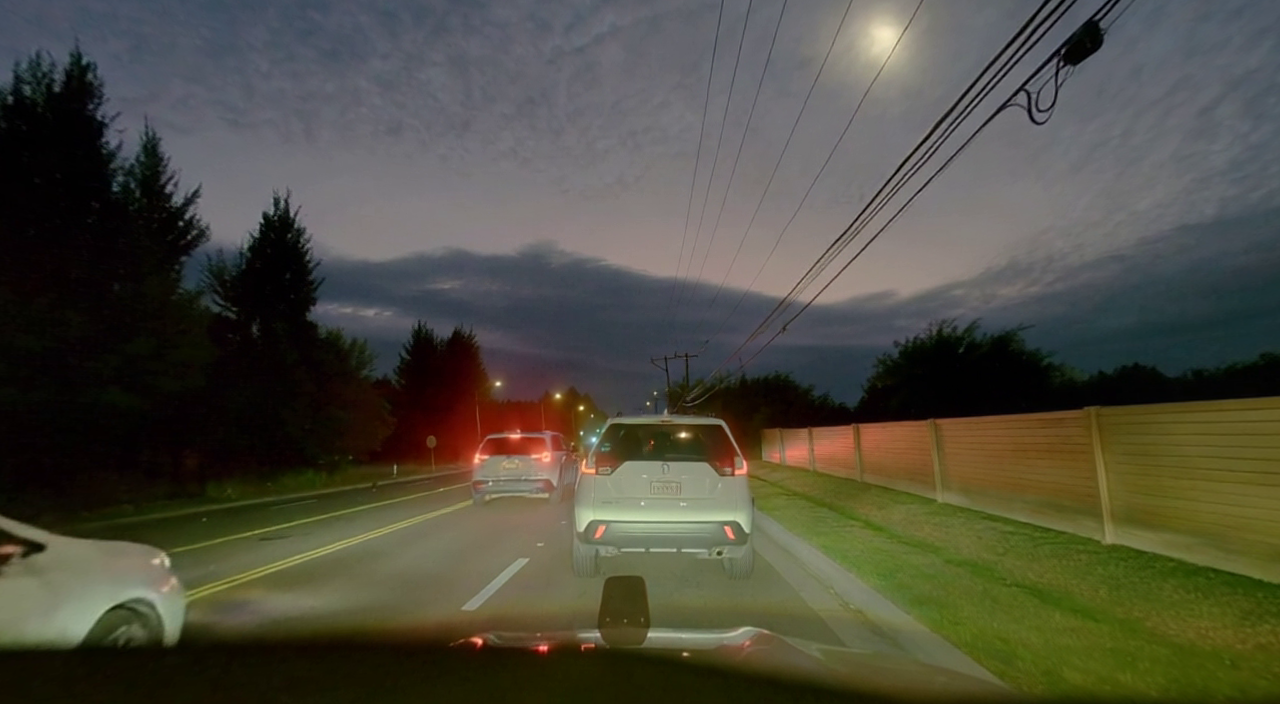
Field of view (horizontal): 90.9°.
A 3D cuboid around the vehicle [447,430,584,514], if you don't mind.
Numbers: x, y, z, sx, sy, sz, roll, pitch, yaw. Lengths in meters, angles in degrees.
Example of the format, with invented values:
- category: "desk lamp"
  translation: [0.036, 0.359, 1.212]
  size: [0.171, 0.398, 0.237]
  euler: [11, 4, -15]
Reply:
- category: "vehicle"
  translation: [-2.693, 2.744, 14.952]
  size: [2.176, 1.653, 4.666]
  euler: [0, -9, 2]

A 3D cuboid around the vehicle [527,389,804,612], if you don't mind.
- category: "vehicle"
  translation: [0.199, 1.482, 7.115]
  size: [2.174, 1.749, 4.113]
  euler: [0, -9, 0]

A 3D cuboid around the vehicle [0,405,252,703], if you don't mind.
- category: "vehicle"
  translation: [-3.195, 0.828, 1.439]
  size: [1.979, 1.489, 4.006]
  euler: [0, -9, 1]
